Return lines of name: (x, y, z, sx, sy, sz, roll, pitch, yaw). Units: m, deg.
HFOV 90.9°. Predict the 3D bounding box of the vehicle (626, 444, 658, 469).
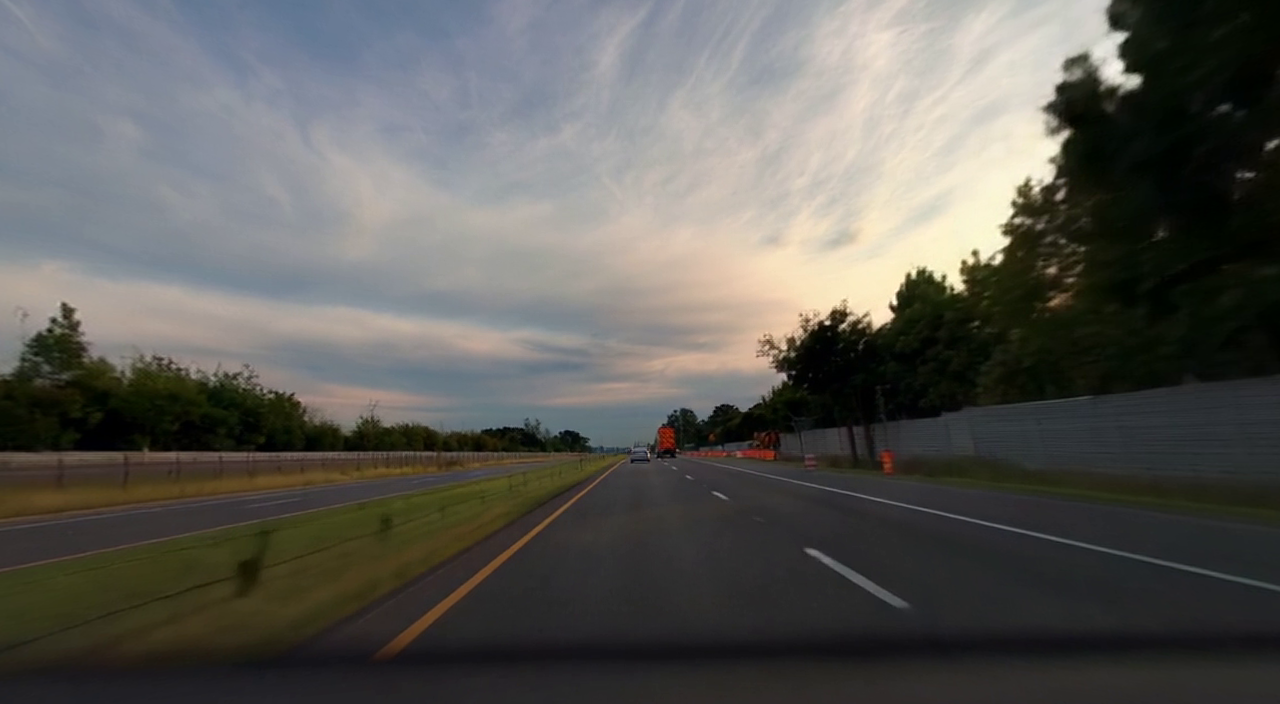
vehicle: (0.111, 7.003, 42.358, 2.065, 1.573, 3.734, 0, -9, 0)
